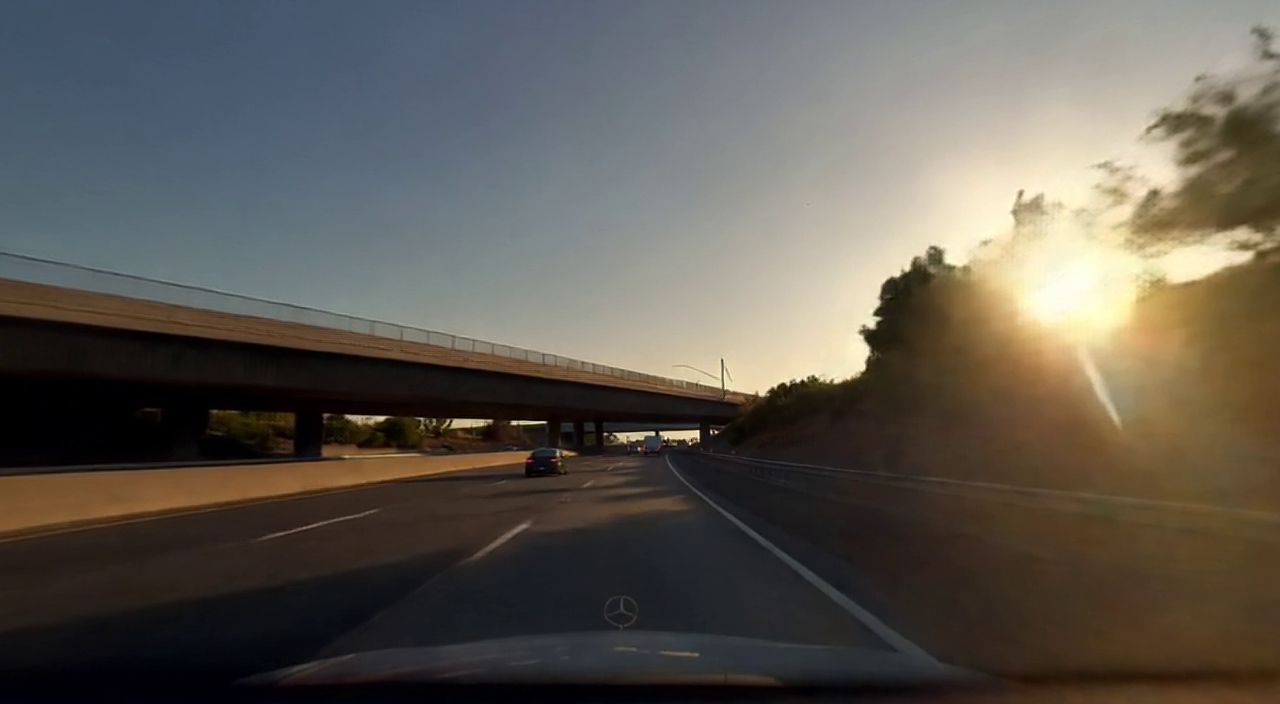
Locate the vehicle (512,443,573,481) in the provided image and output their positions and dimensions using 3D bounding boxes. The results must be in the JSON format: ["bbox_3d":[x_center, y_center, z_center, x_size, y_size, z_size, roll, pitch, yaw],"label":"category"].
[{"bbox_3d":[-4.260,4.884,28.186,1.961,1.540,4.487,-1,-9,1],"label":"vehicle"}]
